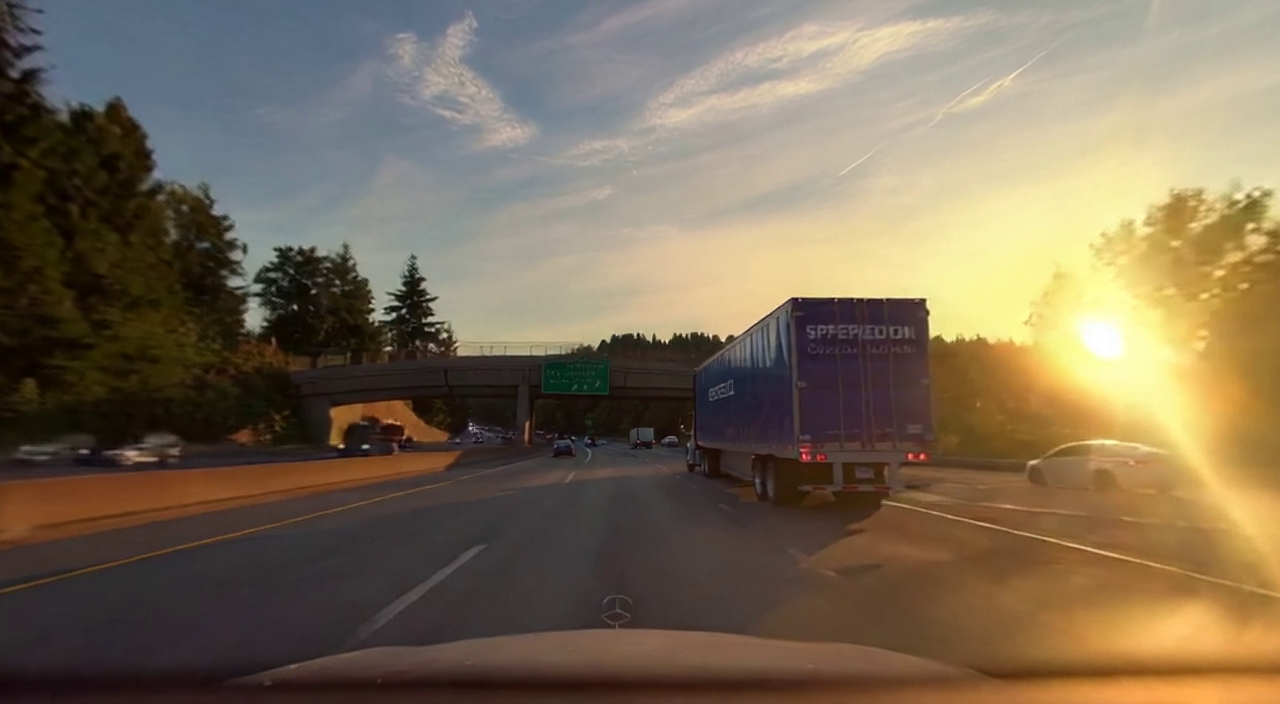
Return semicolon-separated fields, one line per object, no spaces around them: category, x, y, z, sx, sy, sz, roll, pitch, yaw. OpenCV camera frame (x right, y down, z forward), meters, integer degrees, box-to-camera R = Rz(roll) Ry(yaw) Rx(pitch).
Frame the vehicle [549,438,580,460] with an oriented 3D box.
vehicle;-5.578;7.224;47.036;2.030;1.547;3.862;1;-8;-3

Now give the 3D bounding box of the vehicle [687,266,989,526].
vehicle;3.584;1.620;16.917;2.910;4.051;14.278;0;-8;-2

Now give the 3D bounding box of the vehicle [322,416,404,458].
vehicle;-16.229;5.032;37.342;2.371;2.268;5.885;0;-8;-3

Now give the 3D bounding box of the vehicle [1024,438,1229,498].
vehicle;15.320;3.627;20.257;1.975;1.655;4.814;3;-8;-18

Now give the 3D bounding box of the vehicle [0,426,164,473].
vehicle;-19.344;3.374;22.035;1.824;1.479;4.672;0;-8;-2
